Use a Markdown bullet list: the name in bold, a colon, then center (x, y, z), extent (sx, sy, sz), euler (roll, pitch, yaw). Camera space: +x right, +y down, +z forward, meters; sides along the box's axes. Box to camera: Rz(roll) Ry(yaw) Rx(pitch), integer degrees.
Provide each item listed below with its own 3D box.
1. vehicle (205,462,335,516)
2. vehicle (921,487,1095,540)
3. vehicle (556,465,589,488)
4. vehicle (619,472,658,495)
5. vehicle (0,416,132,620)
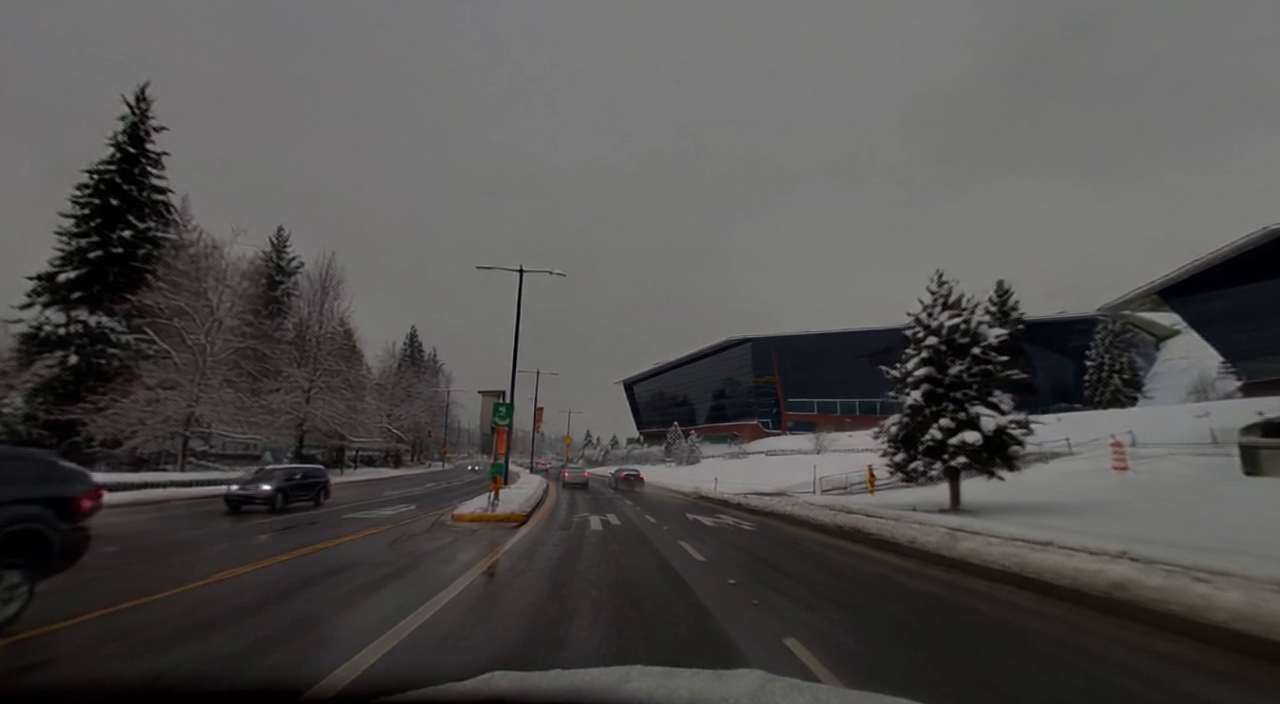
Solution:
- **vehicle**: center (-11.173, 4.156, 19.310), extent (1.839, 1.456, 3.859), euler (1, -10, -5)
- **vehicle**: center (11.503, 5.058, 19.876), extent (4.302, 1.456, 1.832), euler (0, -10, 2)
- **vehicle**: center (-4.747, 8.682, 43.860), extent (2.005, 1.498, 3.643), euler (2, -11, -10)
- **vehicle**: center (-0.131, 7.435, 35.587), extent (1.775, 1.186, 2.933), euler (2, -11, -9)
- **vehicle**: center (-6.357, 1.230, 4.393), extent (2.011, 1.701, 4.519), euler (1, -10, -5)
